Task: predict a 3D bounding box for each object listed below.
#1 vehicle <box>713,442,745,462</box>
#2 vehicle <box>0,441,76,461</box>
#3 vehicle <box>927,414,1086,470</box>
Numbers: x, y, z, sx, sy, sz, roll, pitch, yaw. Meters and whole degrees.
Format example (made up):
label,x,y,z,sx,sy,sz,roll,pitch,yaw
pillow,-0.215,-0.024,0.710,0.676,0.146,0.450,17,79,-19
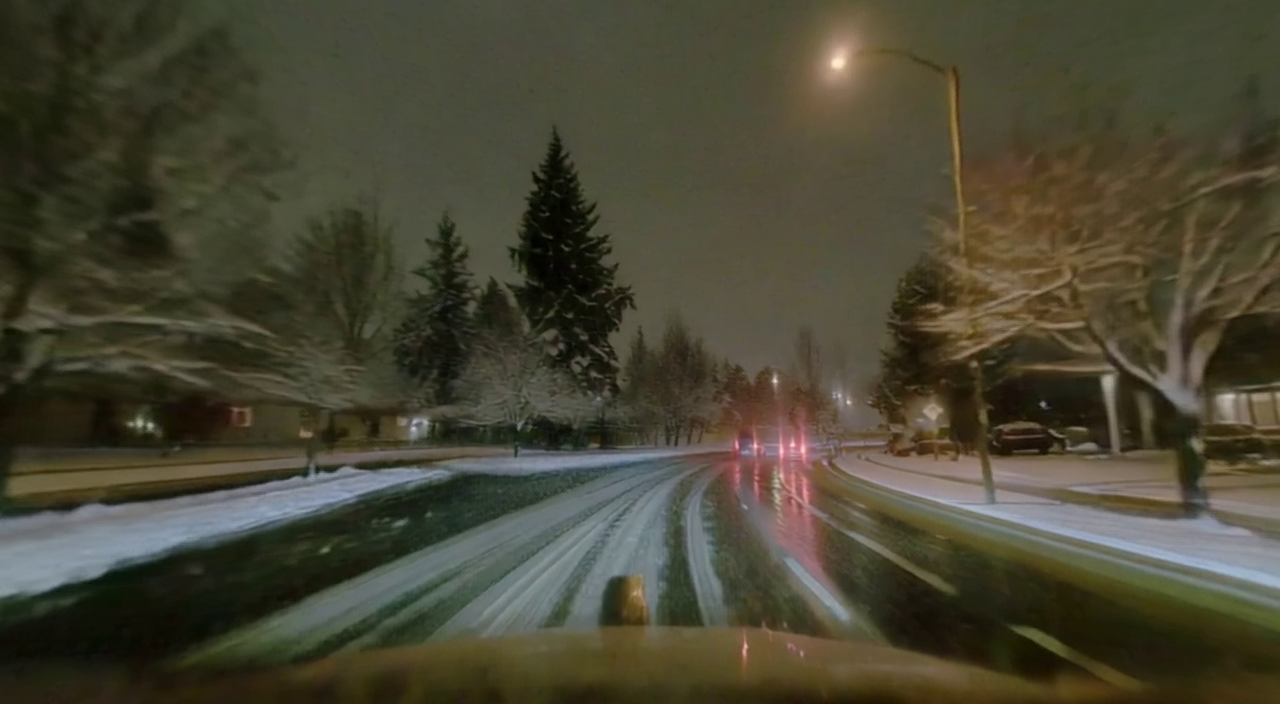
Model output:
label,x,y,z,sx,sy,sz,roll,pitch,yaw
vehicle,6.818,7.579,47.987,2.050,1.456,4.003,-2,-9,12
vehicle,-47.233,7.672,49.019,4.753,1.513,2.102,-1,-8,4
vehicle,13.983,3.484,24.389,4.672,2.044,2.248,-1,-9,9
